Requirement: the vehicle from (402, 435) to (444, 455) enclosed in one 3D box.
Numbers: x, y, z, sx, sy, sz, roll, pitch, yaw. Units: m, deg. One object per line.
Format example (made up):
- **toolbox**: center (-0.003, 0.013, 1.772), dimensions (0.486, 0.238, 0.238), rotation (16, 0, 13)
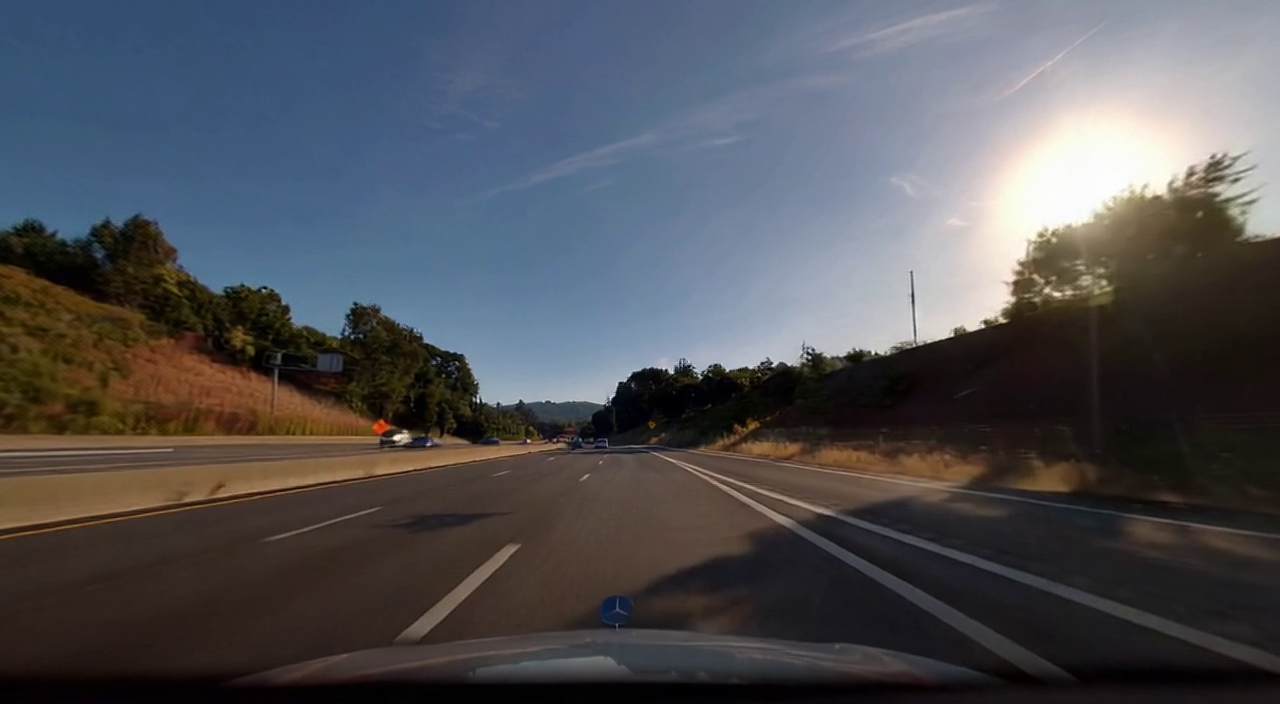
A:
- **vehicle**: center (-17.172, 7.401, 49.923), dimensions (1.842, 1.480, 4.347), rotation (0, -8, -1)
